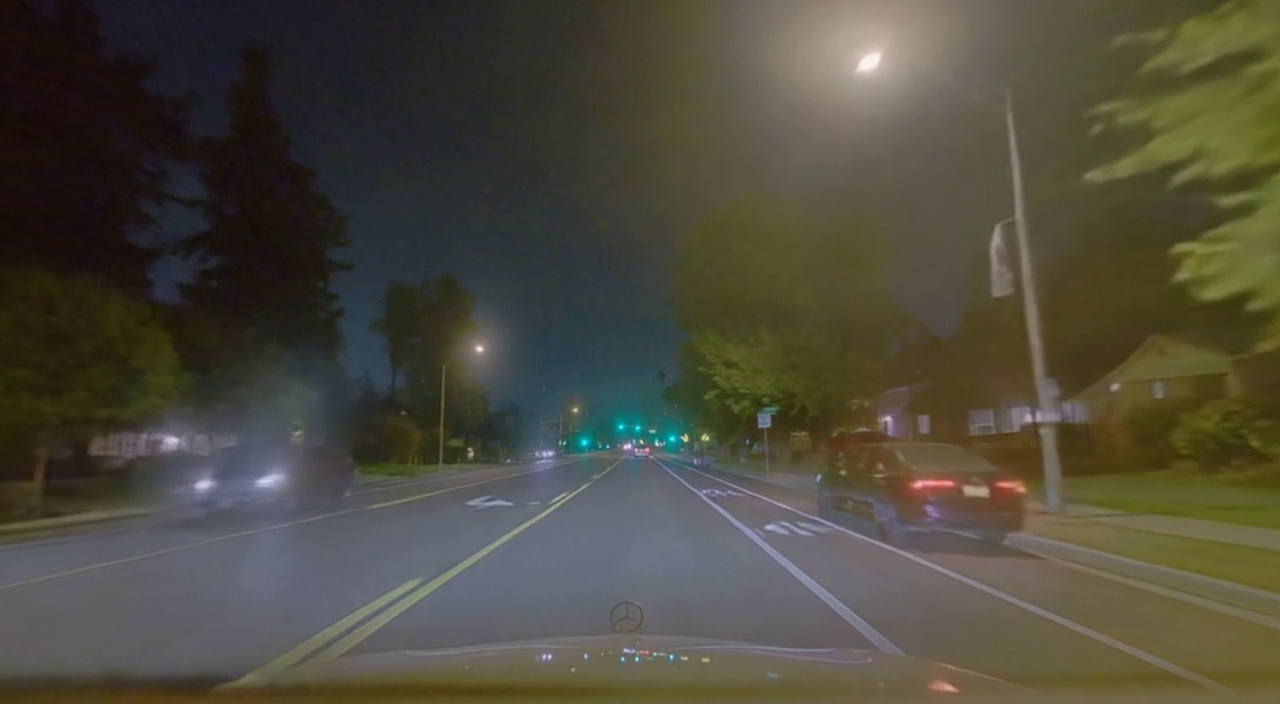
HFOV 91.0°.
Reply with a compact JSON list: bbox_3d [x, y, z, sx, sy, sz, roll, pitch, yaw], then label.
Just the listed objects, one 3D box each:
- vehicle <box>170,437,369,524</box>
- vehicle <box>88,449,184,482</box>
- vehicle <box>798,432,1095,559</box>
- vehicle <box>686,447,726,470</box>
[{"bbox_3d":[-7.801,2.704,13.802,1.867,1.603,3.983,0,-8,1],"label":"vehicle"},{"bbox_3d":[-26.513,5.960,33.184,3.527,1.415,1.748,-2,-8,-5],"label":"vehicle"},{"bbox_3d":[4.518,2.207,10.720,2.154,1.550,5.785,0,-8,0],"label":"vehicle"},{"bbox_3d":[4.482,7.280,43.418,1.968,1.467,5.107,0,-8,-3],"label":"vehicle"}]
